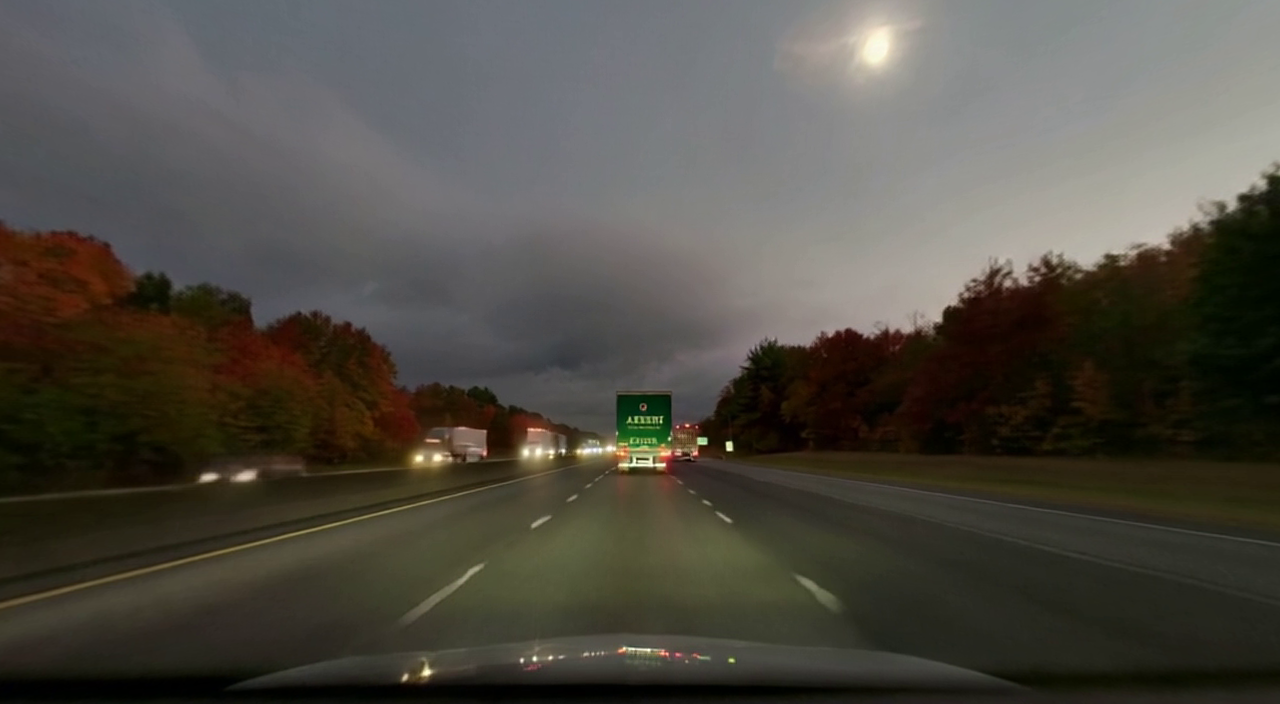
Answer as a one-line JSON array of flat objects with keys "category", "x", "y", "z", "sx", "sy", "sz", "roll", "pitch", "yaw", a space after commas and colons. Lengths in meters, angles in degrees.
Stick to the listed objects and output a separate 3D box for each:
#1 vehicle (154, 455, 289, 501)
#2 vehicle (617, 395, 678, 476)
[{"category": "vehicle", "x": -15.934, "y": 4.797, "z": 24.242, "sx": 1.948, "sy": 1.509, "sz": 4.648, "roll": 0, "pitch": -9, "yaw": 1}, {"category": "vehicle", "x": 0.385, "y": 5.009, "z": 37.034, "sx": 3.057, "sy": 4.073, "sz": 10.792, "roll": 0, "pitch": -9, "yaw": 0}]
